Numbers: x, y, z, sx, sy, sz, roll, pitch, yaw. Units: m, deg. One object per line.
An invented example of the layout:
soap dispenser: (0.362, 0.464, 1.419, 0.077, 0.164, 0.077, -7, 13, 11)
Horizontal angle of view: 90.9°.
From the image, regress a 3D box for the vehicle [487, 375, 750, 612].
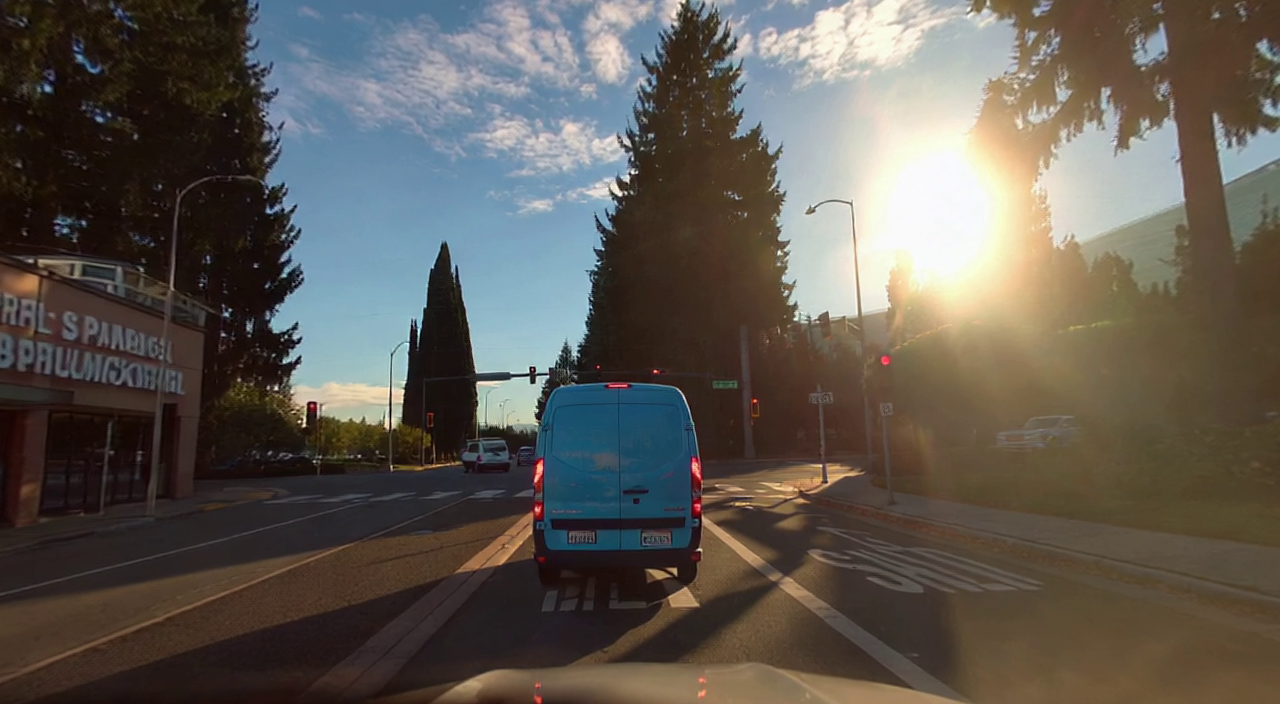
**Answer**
vehicle: (-0.292, 1.475, 7.305, 2.181, 1.949, 3.932, 1, -9, -4)
